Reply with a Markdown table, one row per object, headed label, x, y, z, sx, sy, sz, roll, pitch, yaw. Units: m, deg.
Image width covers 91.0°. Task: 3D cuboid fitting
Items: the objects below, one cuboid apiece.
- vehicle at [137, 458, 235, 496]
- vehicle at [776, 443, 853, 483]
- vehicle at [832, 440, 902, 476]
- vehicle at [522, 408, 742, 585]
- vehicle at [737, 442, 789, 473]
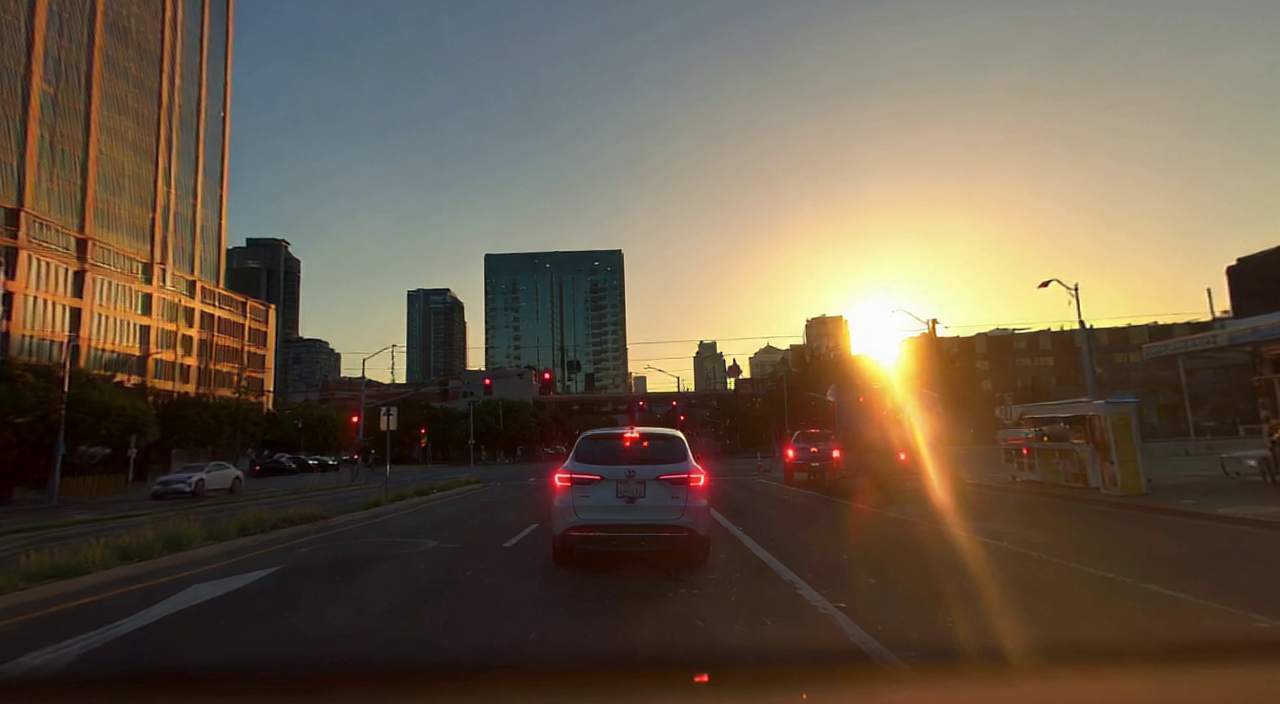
| label | x | y | z | sx | sy | sz | roll | pitch | yaw |
| --- | --- | --- | --- | --- | --- | --- | --- | --- | --- |
| vehicle | -20.282 | 5.558 | 28.361 | 1.969 | 1.458 | 4.300 | 2 | -9 | -13 |
| vehicle | 6.858 | 4.376 | 25.224 | 1.833 | 1.452 | 4.237 | 0 | -8 | 0 |
| vehicle | 11.184 | 5.253 | 31.395 | 2.081 | 1.651 | 4.432 | -1 | -9 | 4 |
| vehicle | -0.059 | 1.691 | 8.114 | 2.115 | 1.700 | 3.901 | 0 | -8 | 1 |
| vehicle | 6.267 | 5.448 | 32.629 | 1.961 | 1.477 | 4.454 | 0 | -8 | 2 |
